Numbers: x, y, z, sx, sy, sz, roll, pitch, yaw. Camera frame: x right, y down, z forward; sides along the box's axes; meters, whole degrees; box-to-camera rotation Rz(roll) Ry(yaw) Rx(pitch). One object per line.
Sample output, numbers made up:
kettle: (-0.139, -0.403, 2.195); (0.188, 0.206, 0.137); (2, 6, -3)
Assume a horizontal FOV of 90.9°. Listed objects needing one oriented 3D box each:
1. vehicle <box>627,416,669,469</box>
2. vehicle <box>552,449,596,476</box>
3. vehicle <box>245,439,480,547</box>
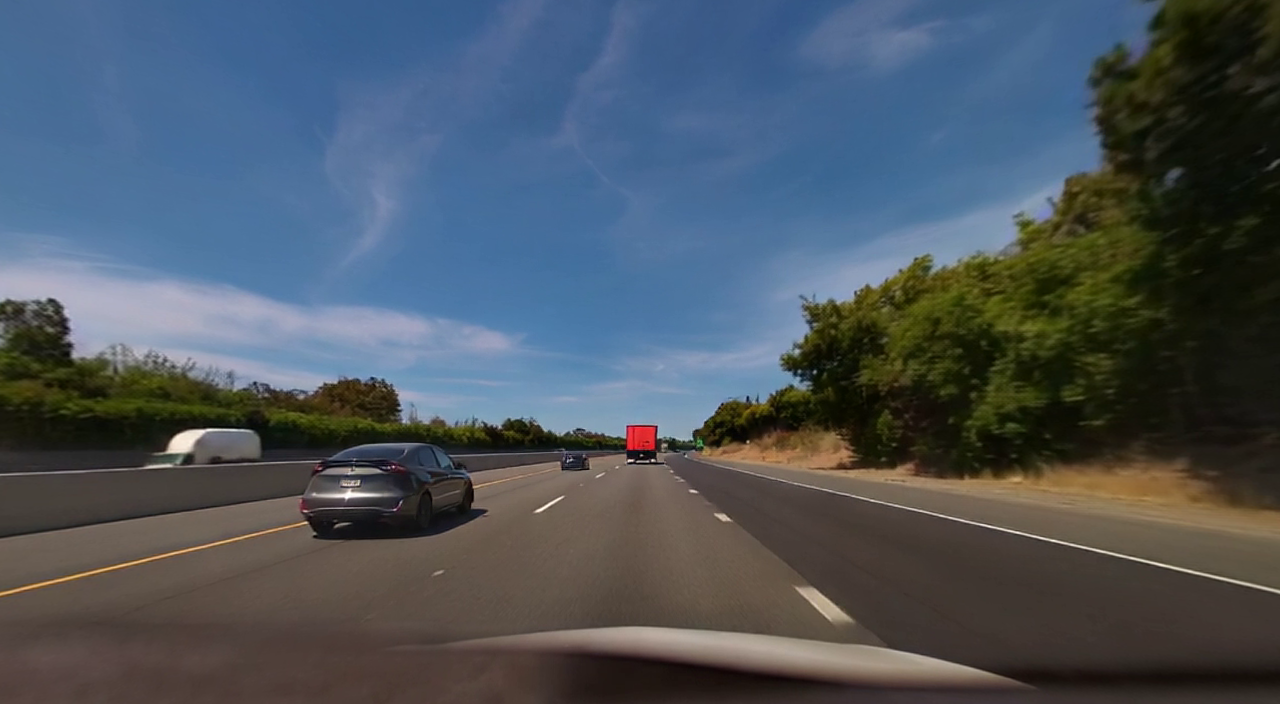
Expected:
vehicle: (0.547, 6.921, 47.881); (2.893, 3.628, 9.081); (0, -9, 0)
vehicle: (-3.745, 6.314, 36.329); (1.981, 1.435, 4.199); (0, -9, 1)
vehicle: (-4.387, 2.288, 10.917); (2.010, 1.461, 4.391); (0, -9, 1)
